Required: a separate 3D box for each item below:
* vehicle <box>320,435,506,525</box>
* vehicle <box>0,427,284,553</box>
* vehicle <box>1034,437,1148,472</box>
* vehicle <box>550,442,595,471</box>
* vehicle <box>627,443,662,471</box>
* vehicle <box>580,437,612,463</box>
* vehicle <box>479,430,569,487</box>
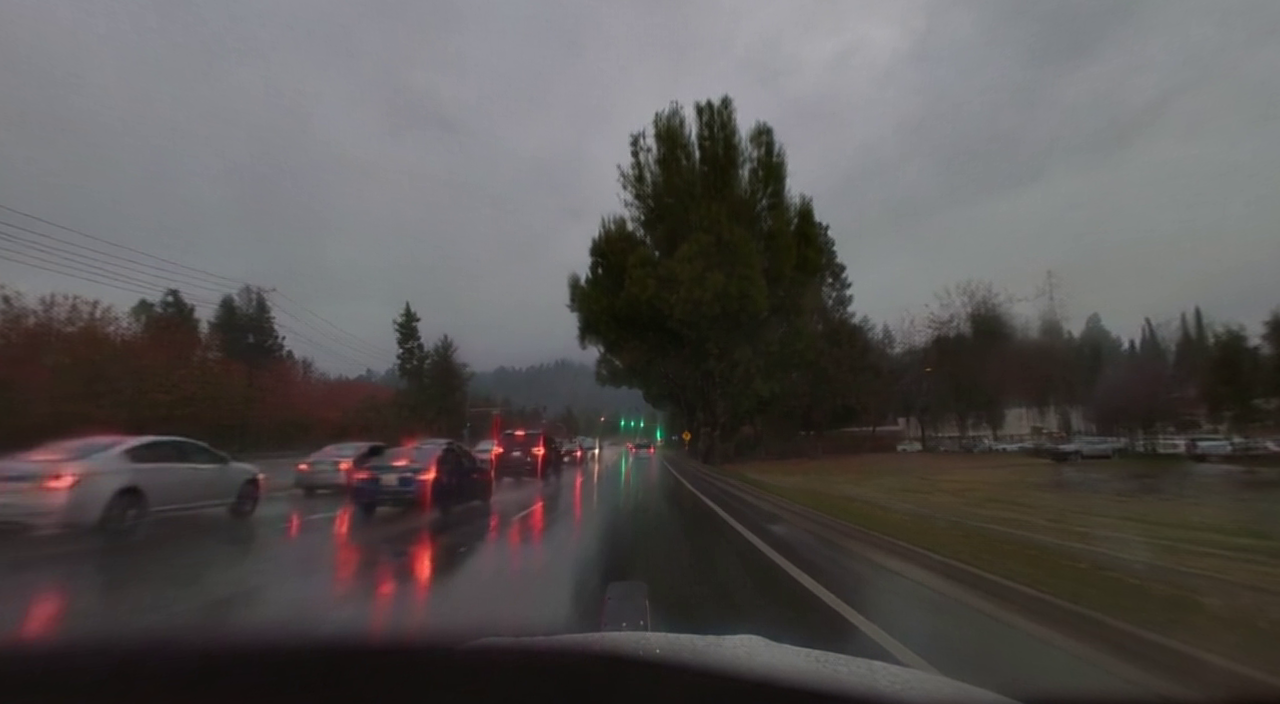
[{"bbox_3d":[-4.193,2.418,12.562,1.975,1.447,4.356,-1,-8,2],"label":"vehicle"},{"bbox_3d":[-7.725,1.967,9.720,1.901,1.478,4.322,0,-8,1],"label":"vehicle"},{"bbox_3d":[27.407,6.219,38.463,5.193,1.955,2.249,0,-7,0],"label":"vehicle"},{"bbox_3d":[-3.642,5.701,34.716,1.952,1.471,4.334,0,-8,0],"label":"vehicle"},{"bbox_3d":[0.253,5.919,35.758,1.875,1.453,3.888,0,-8,0],"label":"vehicle"},{"bbox_3d":[-3.392,7.695,49.688,2.242,1.852,5.201,0,-8,0],"label":"vehicle"},{"bbox_3d":[-3.873,3.656,21.996,2.130,1.749,4.904,0,-8,1],"label":"vehicle"}]
